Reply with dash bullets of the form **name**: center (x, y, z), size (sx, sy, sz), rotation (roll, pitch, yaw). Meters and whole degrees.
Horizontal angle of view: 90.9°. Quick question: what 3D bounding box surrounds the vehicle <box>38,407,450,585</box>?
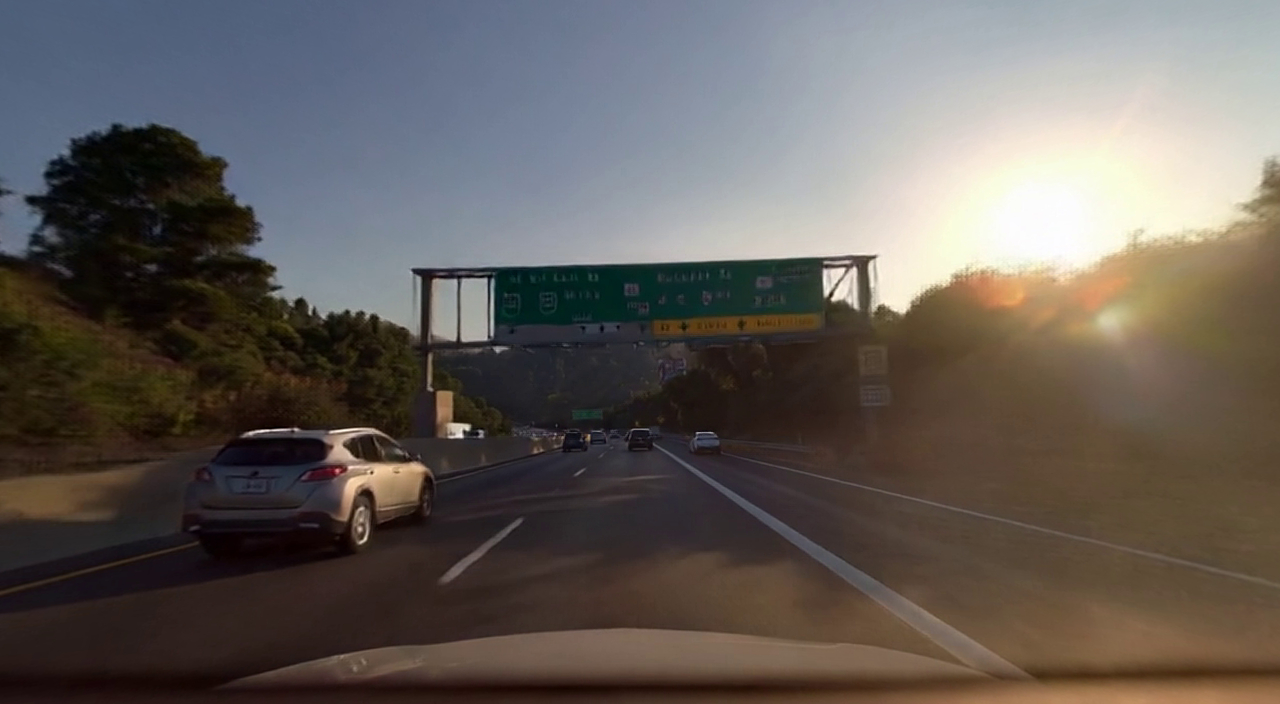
- **vehicle**: center (-4.122, 1.551, 7.846), size (2.023, 1.512, 4.804), rotation (0, -8, 0)

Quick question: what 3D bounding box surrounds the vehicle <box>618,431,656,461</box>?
- **vehicle**: center (-0.158, 4.863, 32.879), size (1.869, 1.466, 3.356), rotation (0, -8, 0)

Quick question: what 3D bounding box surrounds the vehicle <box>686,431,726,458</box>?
- **vehicle**: center (3.850, 5.443, 37.229), size (1.841, 1.491, 3.869), rotation (0, -8, -2)
